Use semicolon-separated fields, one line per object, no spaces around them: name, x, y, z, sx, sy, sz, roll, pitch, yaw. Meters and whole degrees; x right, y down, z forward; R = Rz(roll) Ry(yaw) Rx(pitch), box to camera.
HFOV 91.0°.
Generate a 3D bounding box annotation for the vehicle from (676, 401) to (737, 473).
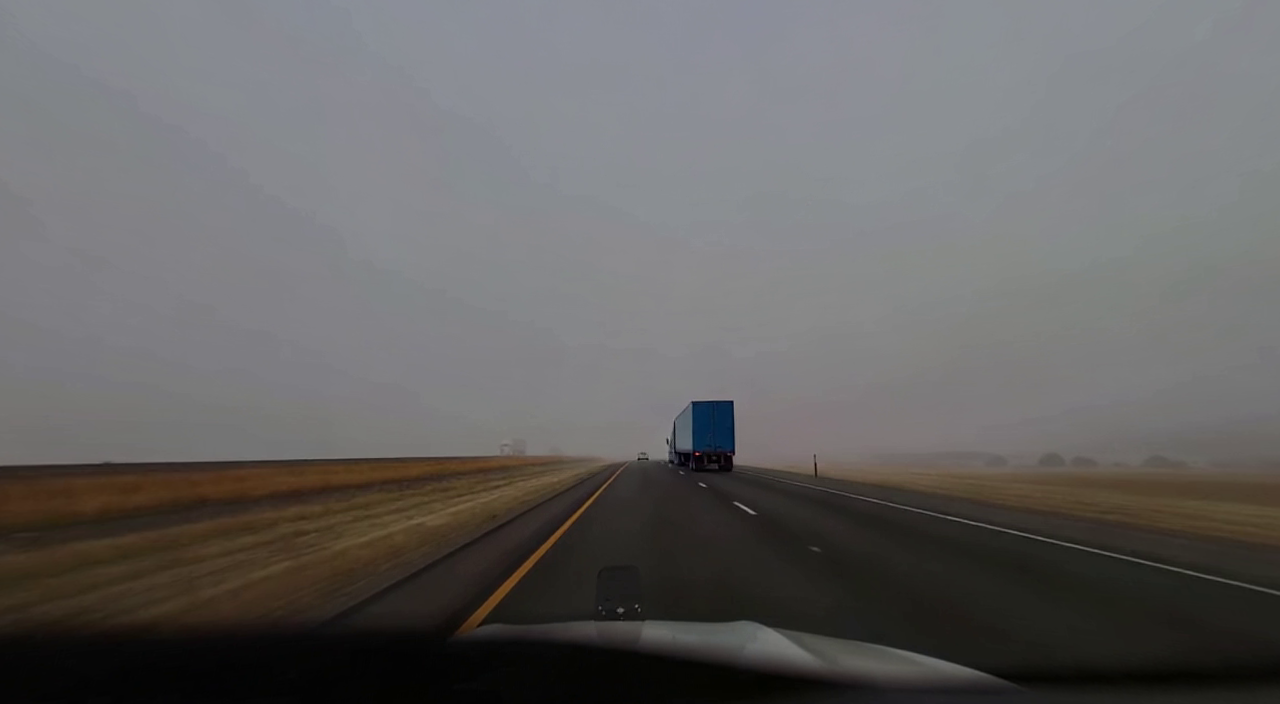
vehicle;4.303;5.971;43.599;2.818;4.206;12.987;0;-9;0
